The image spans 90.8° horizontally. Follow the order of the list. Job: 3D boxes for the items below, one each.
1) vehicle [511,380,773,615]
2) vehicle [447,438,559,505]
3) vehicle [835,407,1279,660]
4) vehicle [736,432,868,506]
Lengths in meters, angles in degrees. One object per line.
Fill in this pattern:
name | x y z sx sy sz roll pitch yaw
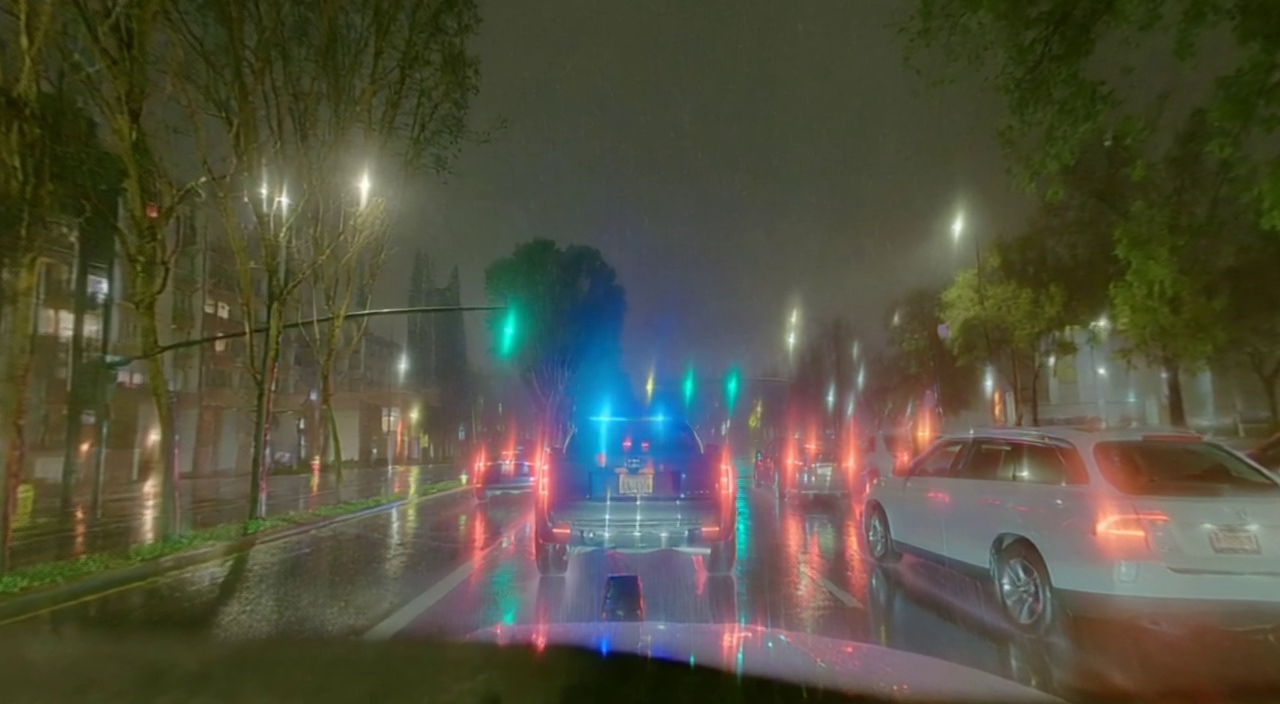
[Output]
vehicle | -0.039 1.463 7.273 2.038 1.819 4.505 0 -8 -1
vehicle | -3.316 2.979 16.210 1.913 1.464 4.276 0 -8 0
vehicle | 3.644 1.409 6.085 1.995 1.483 4.533 0 -8 -1
vehicle | 3.636 2.706 15.058 1.940 1.474 4.234 0 -8 -1
